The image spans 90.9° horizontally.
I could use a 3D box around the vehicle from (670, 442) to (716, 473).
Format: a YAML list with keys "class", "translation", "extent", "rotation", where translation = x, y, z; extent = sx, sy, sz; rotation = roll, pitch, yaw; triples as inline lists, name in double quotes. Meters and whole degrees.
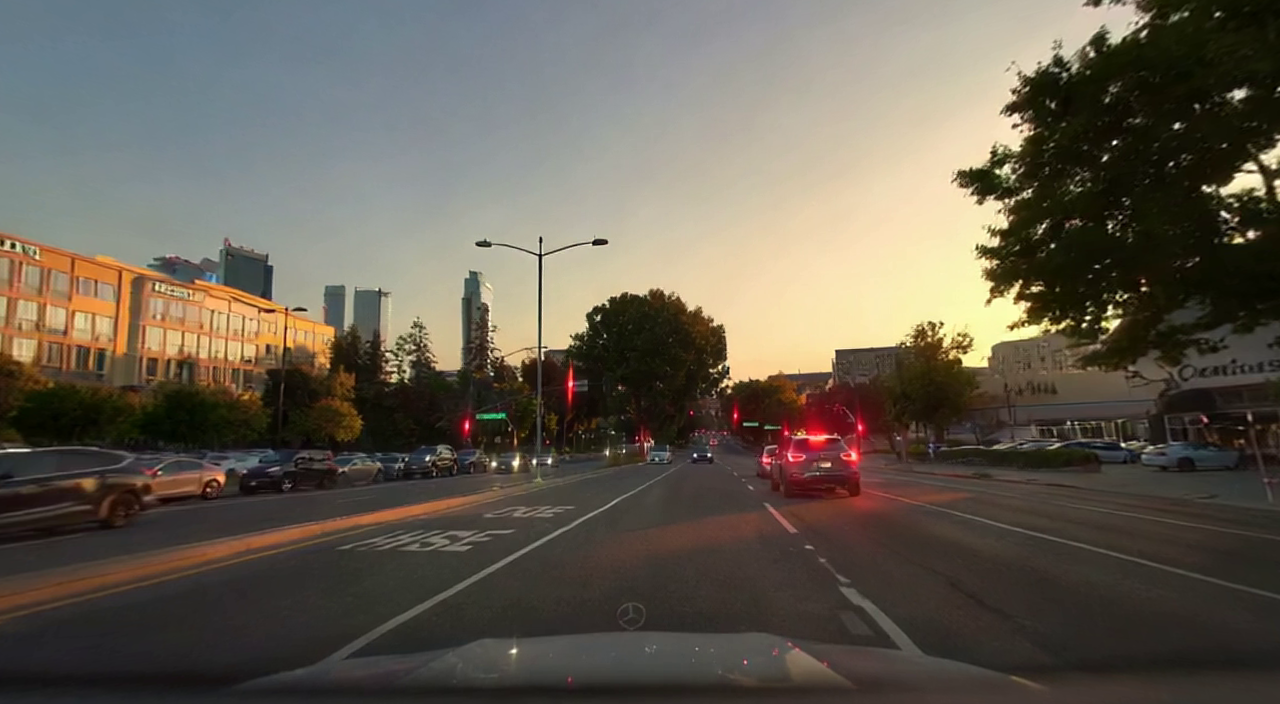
- class: "vehicle"
  translation: [2.751, 5.335, 32.069]
  extent: [2.059, 1.477, 3.988]
  rotation: [-1, -8, 8]

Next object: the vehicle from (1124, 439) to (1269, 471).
- class: "vehicle"
  translation: [28.930, 5.420, 33.057]
  extent: [2.043, 1.496, 5.210]
  rotation: [2, -10, -21]

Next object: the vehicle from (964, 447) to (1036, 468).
- class: "vehicle"
  translation: [27.484, 8.064, 48.290]
  extent: [4.361, 1.429, 1.843]
  rotation: [0, -9, 11]

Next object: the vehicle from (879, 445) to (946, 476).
- class: "vehicle"
  translation: [13.620, 5.401, 31.774]
  extent: [1.935, 1.435, 4.141]
  rotation: [-1, -8, 6]

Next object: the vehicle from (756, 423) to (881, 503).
- class: "vehicle"
  translation: [4.492, 2.879, 16.760]
  extent: [2.282, 1.797, 4.924]
  rotation: [-1, -8, 5]

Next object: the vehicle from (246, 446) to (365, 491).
- class: "vehicle"
  translation: [-15.587, 5.402, 29.861]
  extent: [2.200, 1.884, 5.653]
  rotation: [-1, -8, 4]

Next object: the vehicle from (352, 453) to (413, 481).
- class: "vehicle"
  translation: [-14.931, 6.660, 36.801]
  extent: [1.804, 1.437, 4.560]
  rotation: [0, -8, -2]

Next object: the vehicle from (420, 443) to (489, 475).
- class: "vehicle"
  translation: [-11.788, 6.811, 40.524]
  extent: [2.337, 1.895, 5.872]
  rotation: [-1, -8, 3]

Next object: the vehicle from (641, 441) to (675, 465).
- class: "vehicle"
  translation: [1.398, 7.462, 46.632]
  extent: [2.057, 1.678, 4.639]
  rotation: [-1, -8, 7]

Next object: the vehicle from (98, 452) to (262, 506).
- class: "vehicle"
  translation: [-15.734, 4.315, 21.940]
  extent: [1.937, 1.605, 4.531]
  rotation: [-1, -8, 6]

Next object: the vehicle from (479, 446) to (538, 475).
- class: "vehicle"
  translation: [-7.645, 6.317, 37.084]
  extent: [2.047, 1.572, 4.472]
  rotation: [-1, -8, 6]

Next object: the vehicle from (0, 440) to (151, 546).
- class: "vehicle"
  translation: [-11.284, 2.349, 10.637]
  extent: [2.059, 1.695, 4.595]
  rotation: [-1, -8, 6]
